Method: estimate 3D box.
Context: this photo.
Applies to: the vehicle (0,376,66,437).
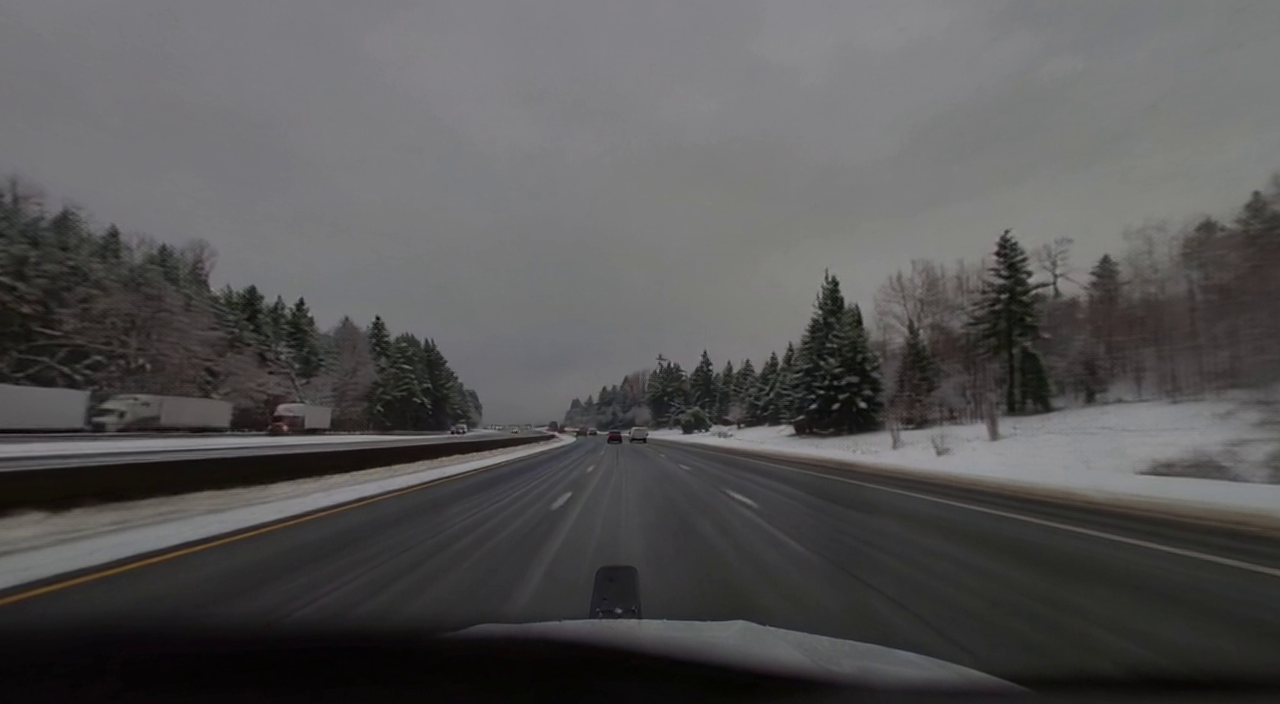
[{"bbox_3d":[-45.695,4.204,46.394,9.567,3.736,3.211,-8,-14,40],"label":"vehicle"}]
